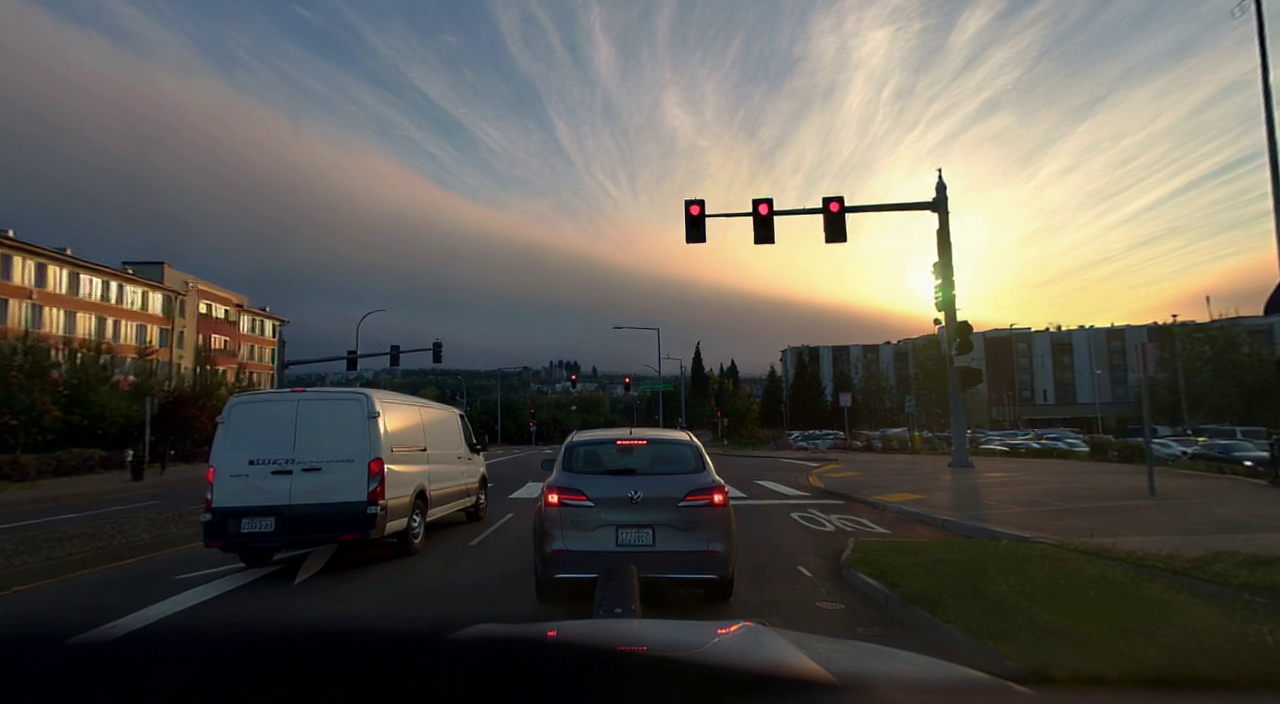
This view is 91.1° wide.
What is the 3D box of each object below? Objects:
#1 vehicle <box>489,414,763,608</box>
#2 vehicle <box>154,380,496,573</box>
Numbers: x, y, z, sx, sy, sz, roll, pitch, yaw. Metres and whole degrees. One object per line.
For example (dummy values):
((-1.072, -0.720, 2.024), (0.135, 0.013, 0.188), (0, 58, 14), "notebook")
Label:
((-0.112, 1.465, 6.776), (2.064, 1.452, 3.942), (0, -8, 0), "vehicle")
((-3.575, 1.515, 8.576), (2.076, 1.820, 5.100), (0, -8, -1), "vehicle")
